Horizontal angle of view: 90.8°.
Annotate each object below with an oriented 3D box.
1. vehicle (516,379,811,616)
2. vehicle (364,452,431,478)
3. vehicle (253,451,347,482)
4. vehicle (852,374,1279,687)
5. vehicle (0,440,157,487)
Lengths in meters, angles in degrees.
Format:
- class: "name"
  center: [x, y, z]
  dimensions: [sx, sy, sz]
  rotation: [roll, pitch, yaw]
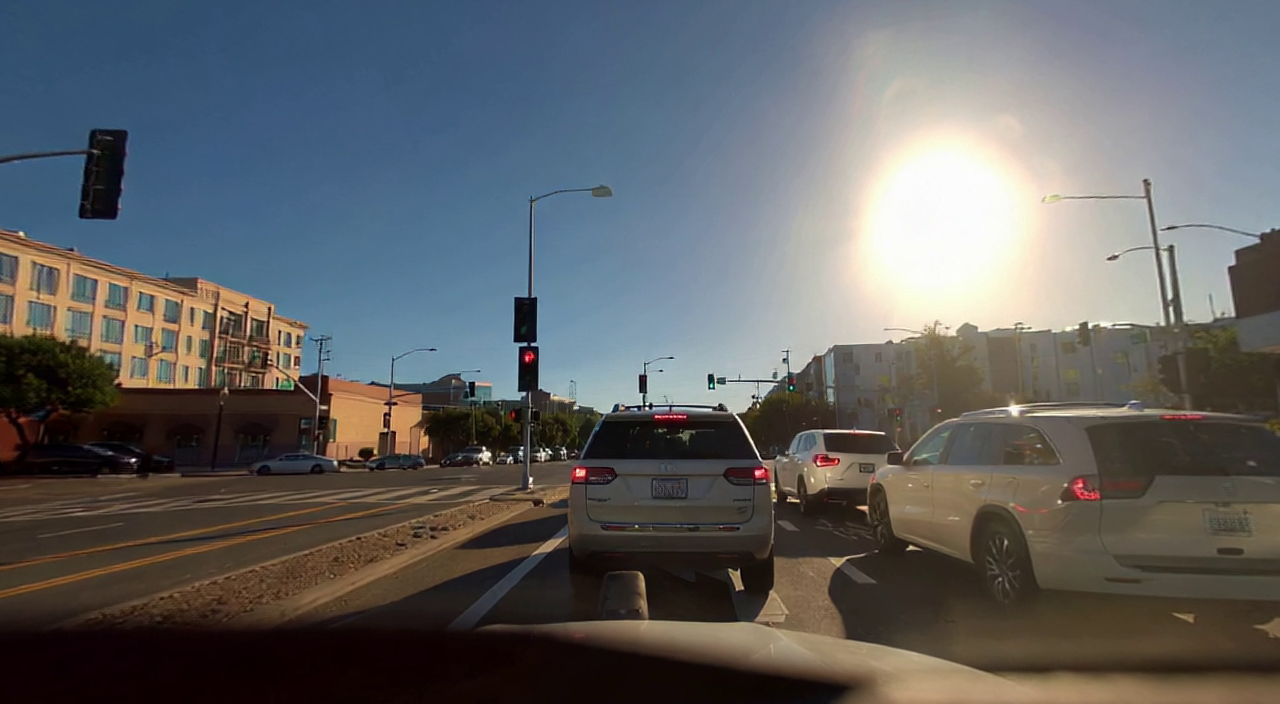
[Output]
- class: "vehicle"
  center: [0.225, 1.461, 7.216]
  dimensions: [2.292, 1.840, 4.394]
  rotation: [0, -9, 1]
- class: "vehicle"
  center: [-17.641, 8.204, 46.253]
  dimensions: [2.089, 1.739, 4.744]
  rotation: [-2, -9, 15]
- class: "vehicle"
  center: [-22.134, 7.423, 41.202]
  dimensions: [5.156, 1.849, 2.044]
  rotation: [5, -10, -31]
- class: "vehicle"
  center: [3.597, 1.289, 5.659]
  dimensions: [2.018, 1.701, 4.288]
  rotation: [0, -9, 2]
- class: "vehicle"
  center: [-24.580, 4.836, 27.550]
  dimensions: [5.062, 1.946, 2.243]
  rotation: [0, -9, -1]
